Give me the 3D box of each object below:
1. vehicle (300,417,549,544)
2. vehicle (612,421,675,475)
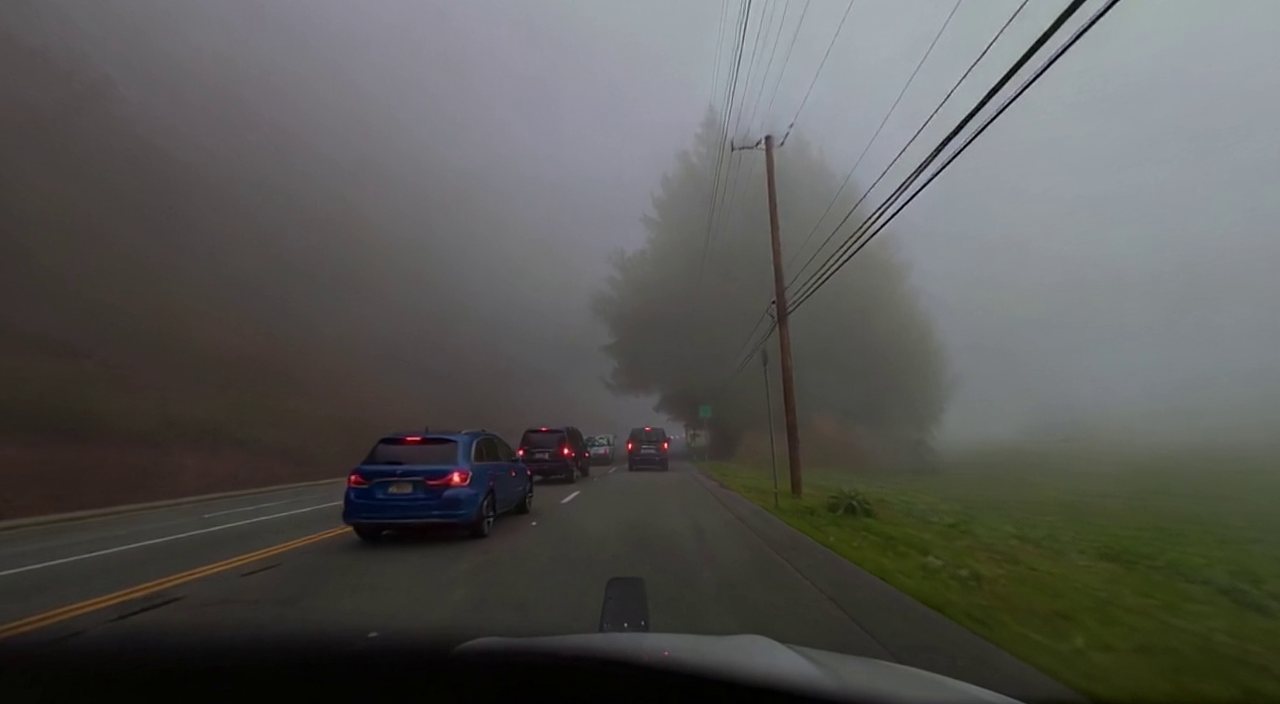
[{"bbox_3d":[-3.020,1.931,10.221,2.180,1.546,4.755,0,-8,3],"label":"vehicle"},{"bbox_3d":[0.218,3.768,24.790,2.241,1.912,4.095,-1,-8,3],"label":"vehicle"}]
